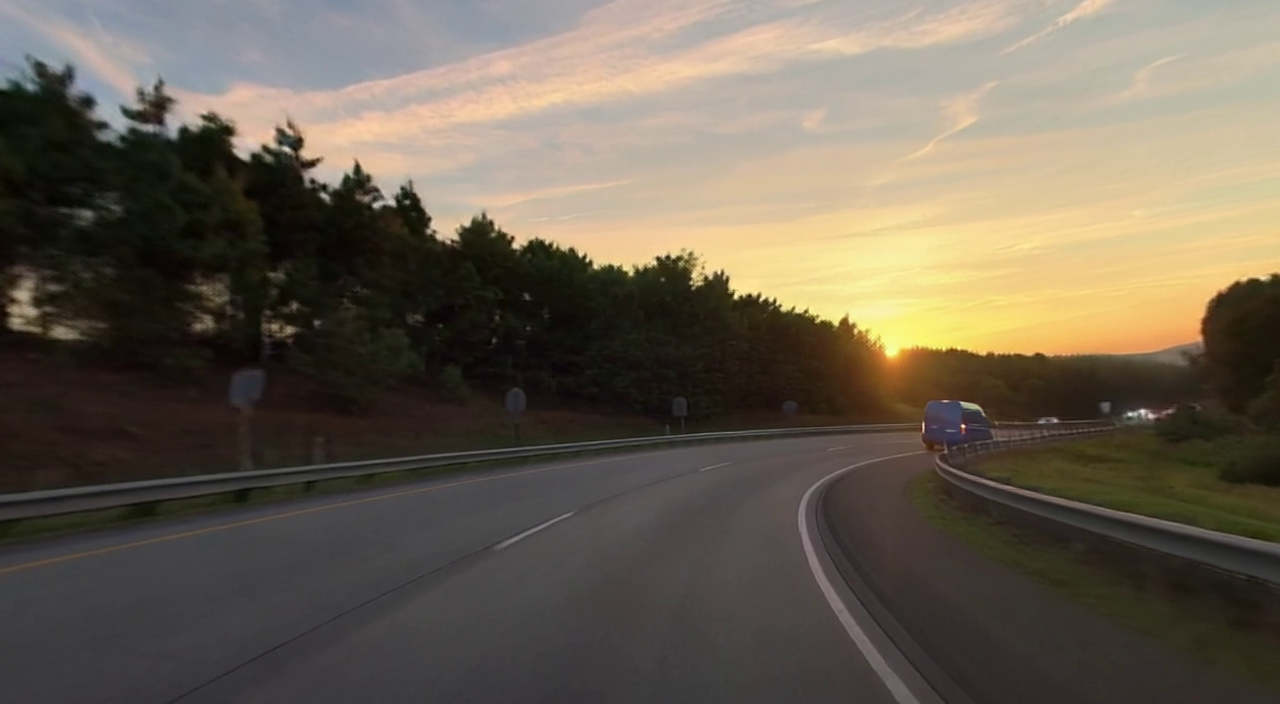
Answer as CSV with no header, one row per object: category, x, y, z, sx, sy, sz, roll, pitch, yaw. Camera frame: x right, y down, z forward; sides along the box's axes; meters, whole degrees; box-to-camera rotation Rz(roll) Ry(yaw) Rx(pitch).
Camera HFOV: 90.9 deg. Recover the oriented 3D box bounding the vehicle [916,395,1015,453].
vehicle,16.078,3.593,31.001,5.330,2.577,2.352,6,-10,-40
